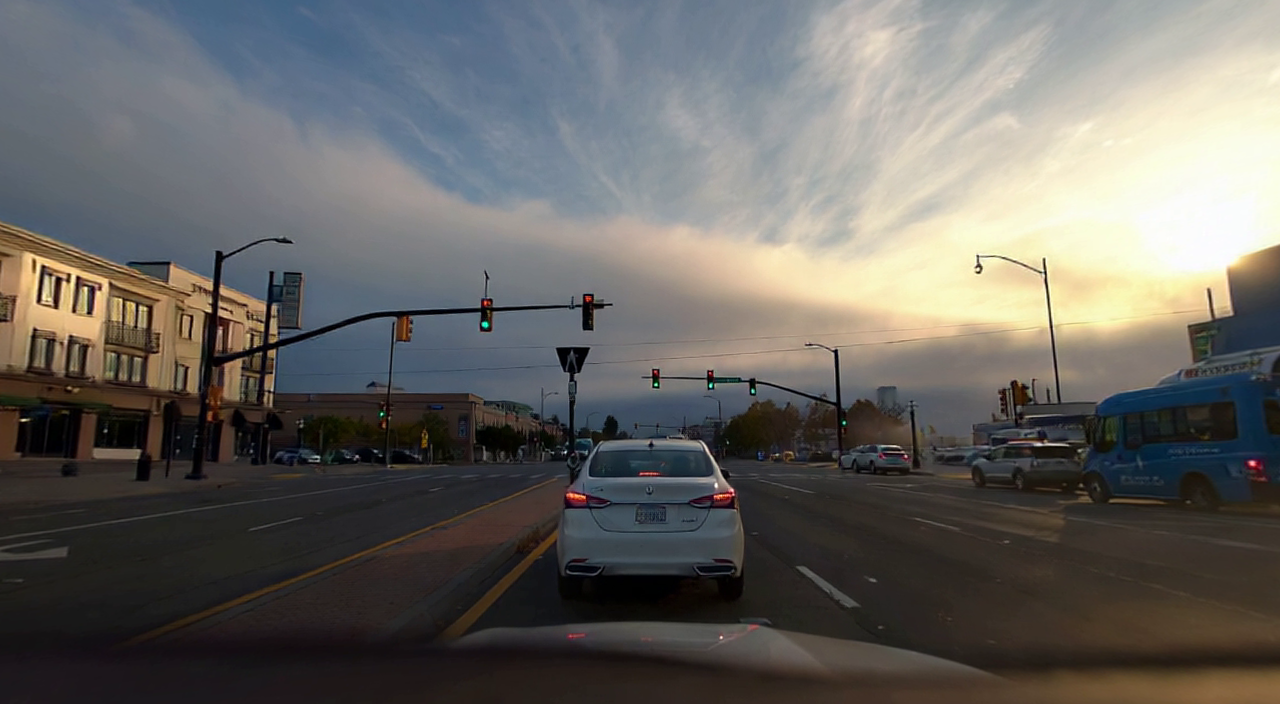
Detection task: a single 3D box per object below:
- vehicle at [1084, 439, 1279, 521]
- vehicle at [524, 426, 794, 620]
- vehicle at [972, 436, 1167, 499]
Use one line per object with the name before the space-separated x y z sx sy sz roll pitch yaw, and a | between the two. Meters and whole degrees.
vehicle | 14.193 3.101 15.961 2.235 1.721 5.230 0 -9 1
vehicle | 0.134 1.638 7.036 2.067 1.471 4.241 0 -9 0
vehicle | 14.075 3.814 21.351 2.309 1.819 5.793 1 -9 -3
